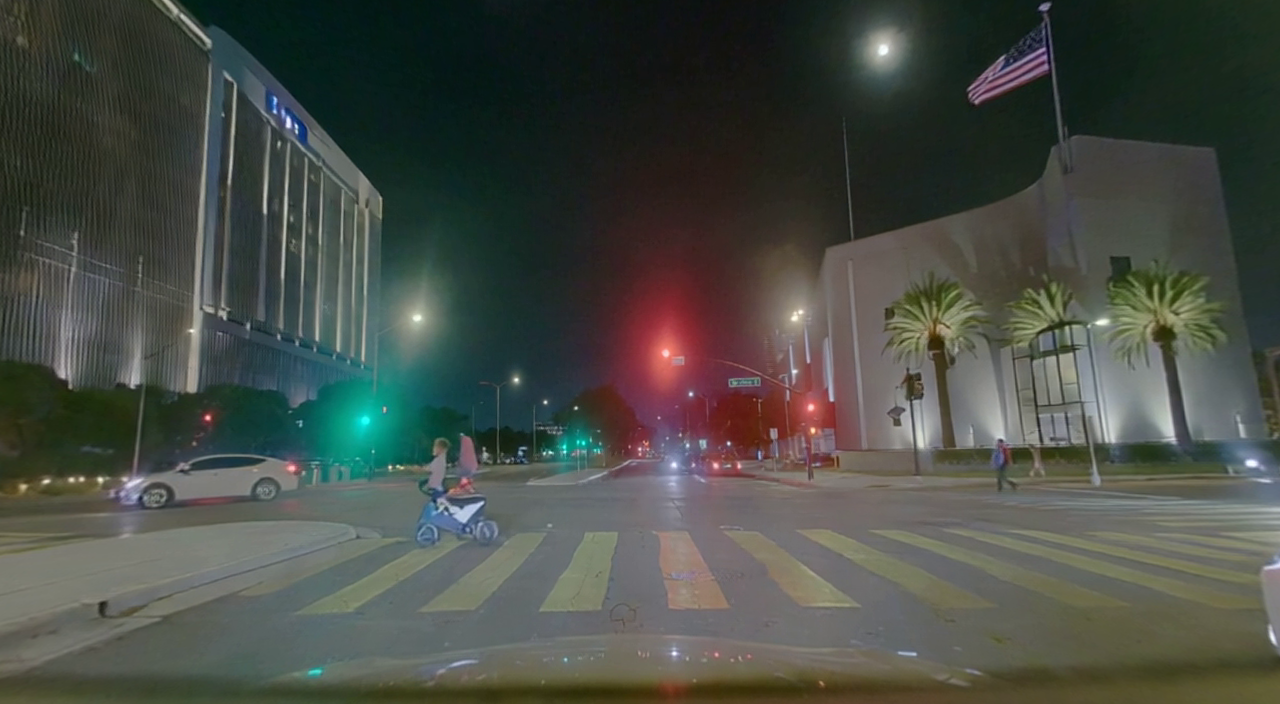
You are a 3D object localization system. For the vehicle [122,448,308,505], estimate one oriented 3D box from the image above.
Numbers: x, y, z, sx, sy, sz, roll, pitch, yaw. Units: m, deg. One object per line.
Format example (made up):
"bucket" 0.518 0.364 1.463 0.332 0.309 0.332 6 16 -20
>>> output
"vehicle" -13.094 3.827 19.878 4.499 1.594 1.898 4 -9 -25

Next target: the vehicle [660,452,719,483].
"vehicle" 2.636 6.299 34.777 2.000 1.525 4.273 2 -9 -14

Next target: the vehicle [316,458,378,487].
"vehicle" -20.074 8.258 43.510 2.043 1.745 4.420 0 -8 1
